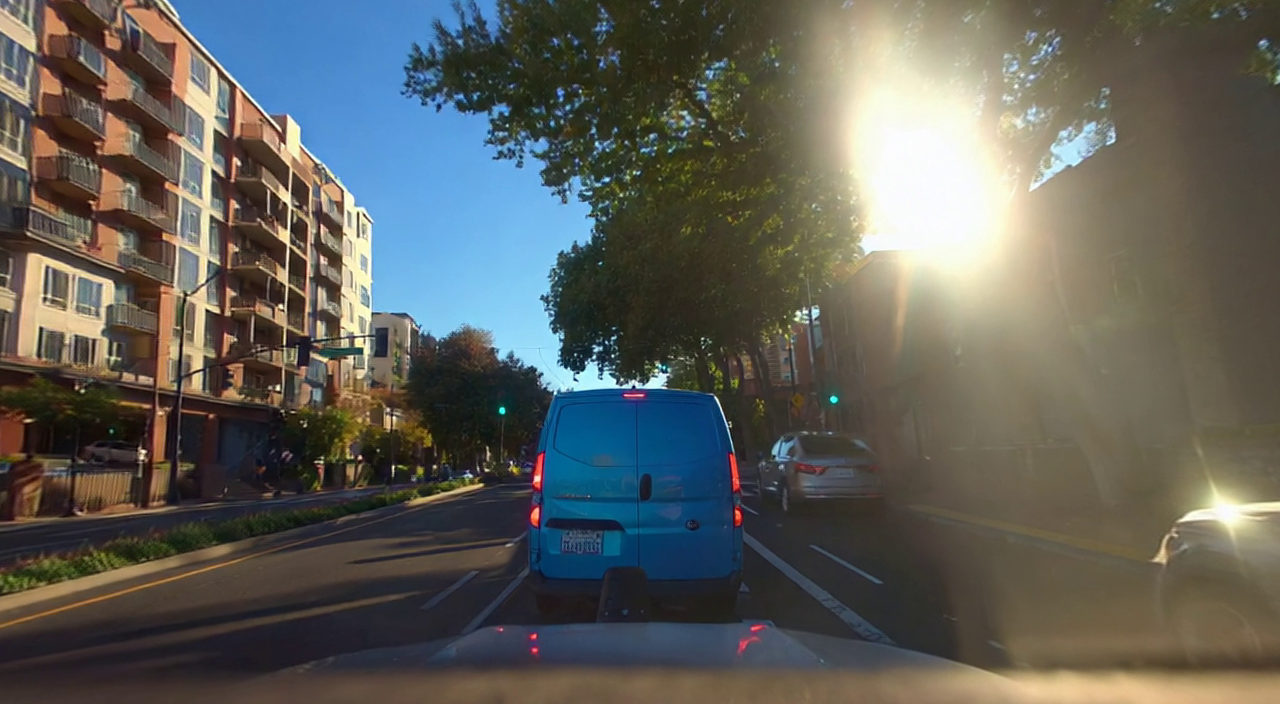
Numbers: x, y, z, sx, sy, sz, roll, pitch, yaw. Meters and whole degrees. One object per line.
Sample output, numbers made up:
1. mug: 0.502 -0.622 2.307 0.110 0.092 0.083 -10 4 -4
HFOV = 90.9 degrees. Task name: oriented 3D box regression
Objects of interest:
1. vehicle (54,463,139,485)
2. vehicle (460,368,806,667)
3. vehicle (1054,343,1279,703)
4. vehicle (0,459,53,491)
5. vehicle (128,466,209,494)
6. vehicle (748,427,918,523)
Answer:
1. vehicle: -38.430 8.639 44.653 4.396 1.458 1.809 -1 -9 2
2. vehicle: -0.031 1.331 6.079 2.101 1.828 4.270 0 -9 0
3. vehicle: 3.803 0.738 2.003 2.157 1.748 4.130 0 -9 1
4. vehicle: -35.499 6.847 35.176 3.843 1.680 1.782 -1 -9 6
5. vehicle: -33.219 9.058 44.530 4.292 1.492 1.772 -6 -14 -1
6. vehicle: 3.868 2.564 13.714 2.061 1.676 4.734 0 -9 -2
